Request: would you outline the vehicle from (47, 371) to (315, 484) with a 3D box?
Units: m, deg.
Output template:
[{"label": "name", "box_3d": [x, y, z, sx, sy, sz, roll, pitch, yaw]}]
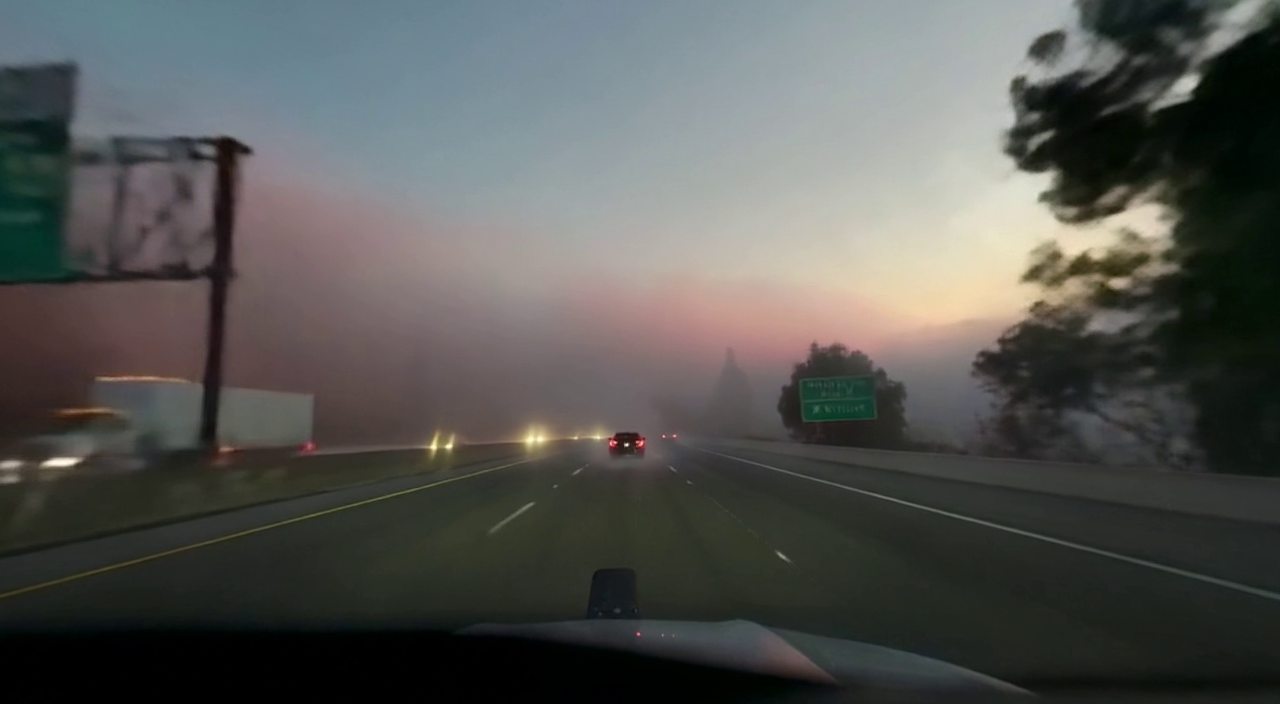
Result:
[{"label": "vehicle", "box_3d": [-20.351, 3.679, 29.958, 2.894, 4.145, 13.279, 0, -8, -1]}]

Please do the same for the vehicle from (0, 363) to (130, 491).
[{"label": "vehicle", "box_3d": [-20.232, 2.551, 21.358, 2.961, 4.001, 3.172, 0, -8, 0]}]

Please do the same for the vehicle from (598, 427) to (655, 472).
[{"label": "vehicle", "box_3d": [-0.526, 3.838, 25.067, 2.094, 1.600, 3.666, 0, -8, -1]}]
